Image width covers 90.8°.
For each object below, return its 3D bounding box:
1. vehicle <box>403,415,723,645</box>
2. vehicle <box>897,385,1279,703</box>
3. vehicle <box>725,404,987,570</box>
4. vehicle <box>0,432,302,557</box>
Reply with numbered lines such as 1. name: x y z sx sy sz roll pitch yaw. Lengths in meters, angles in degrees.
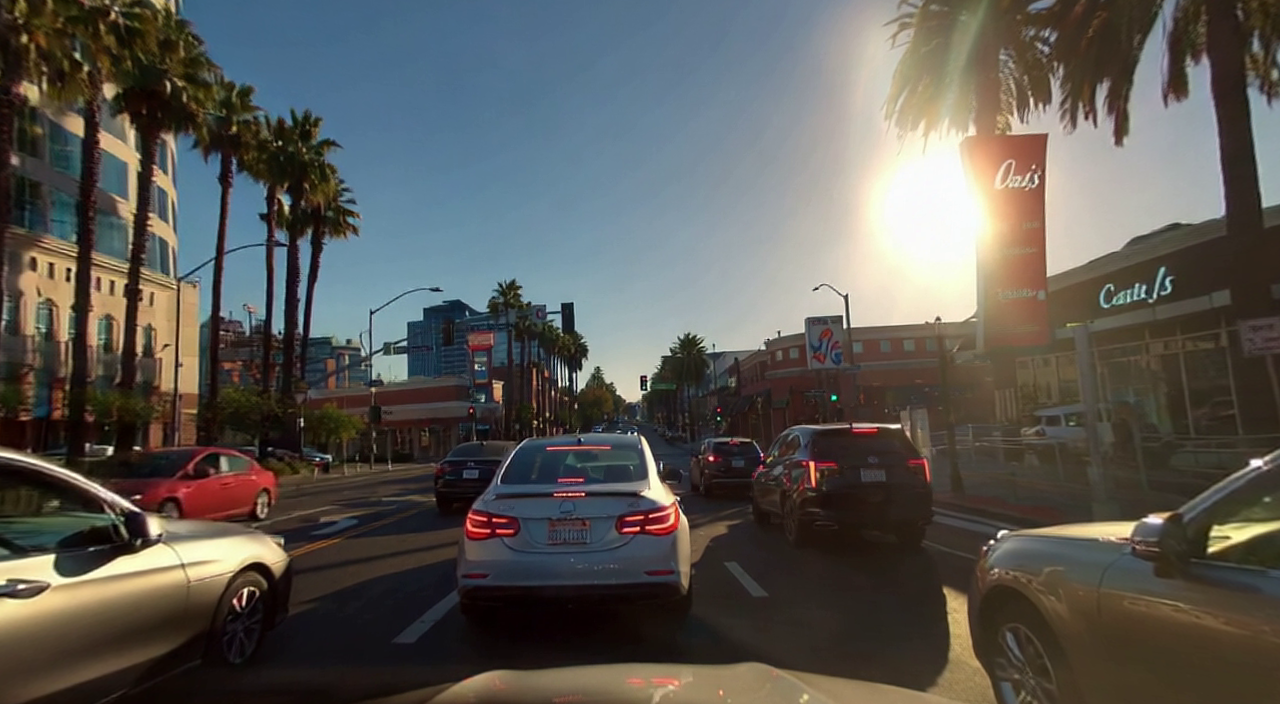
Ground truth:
1. vehicle: -0.525 1.474 6.257 2.096 1.492 4.071 0 -9 -1
2. vehicle: 2.619 0.817 1.523 2.085 1.469 4.458 0 -9 0
3. vehicle: 2.633 1.785 9.096 2.096 1.775 4.440 0 -9 -1
4. vehicle: -7.362 2.050 9.839 1.945 1.494 4.252 0 -9 -2
